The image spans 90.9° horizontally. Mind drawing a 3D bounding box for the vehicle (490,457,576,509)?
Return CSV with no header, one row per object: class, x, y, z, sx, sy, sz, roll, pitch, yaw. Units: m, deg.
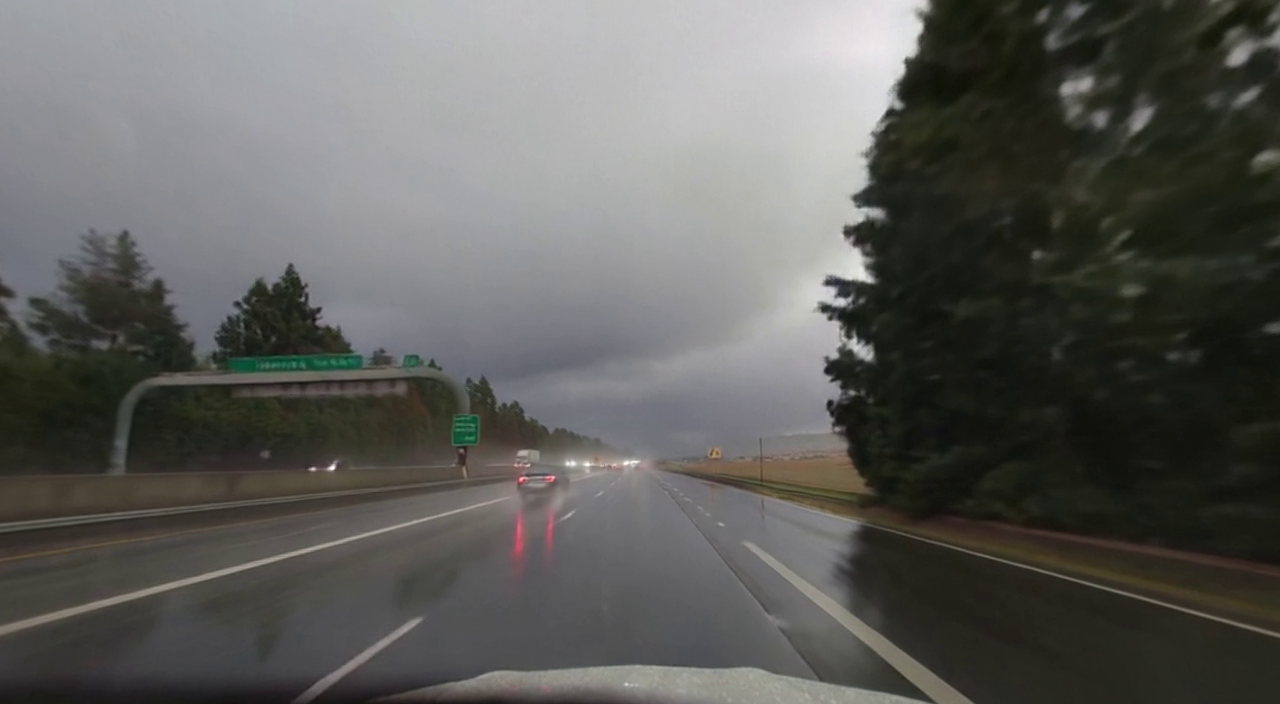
vehicle,-3.507,4.430,21.609,2.039,1.505,4.843,1,-10,0
